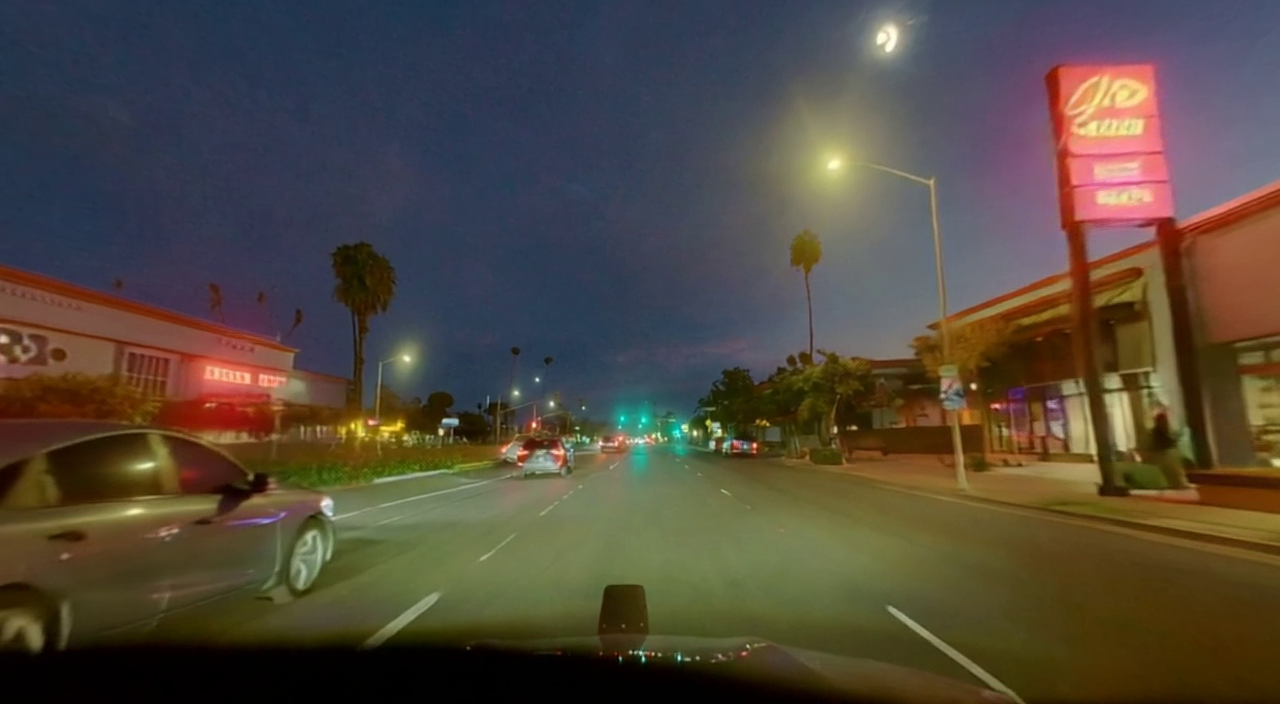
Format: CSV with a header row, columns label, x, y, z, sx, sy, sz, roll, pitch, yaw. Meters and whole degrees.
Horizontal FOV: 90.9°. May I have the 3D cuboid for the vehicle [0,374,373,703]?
label,x,y,z,sx,sy,sz,roll,pitch,yaw
vehicle,-3.538,1.014,3.578,2.032,1.511,4.424,0,-9,1

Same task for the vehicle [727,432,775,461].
label,x,y,z,sx,sy,sz,roll,pitch,yaw
vehicle,7.761,6.701,44.660,2.256,1.936,5.838,0,-9,0

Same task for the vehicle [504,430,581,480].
label,x,y,z,sx,sy,sz,roll,pitch,yaw
vehicle,-3.382,3.680,22.690,2.024,1.636,4.121,0,-9,1

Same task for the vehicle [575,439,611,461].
label,x,y,z,sx,sy,sz,roll,pitch,yaw
vehicle,-3.204,6.807,43.855,2.044,1.462,4.624,0,-9,1
